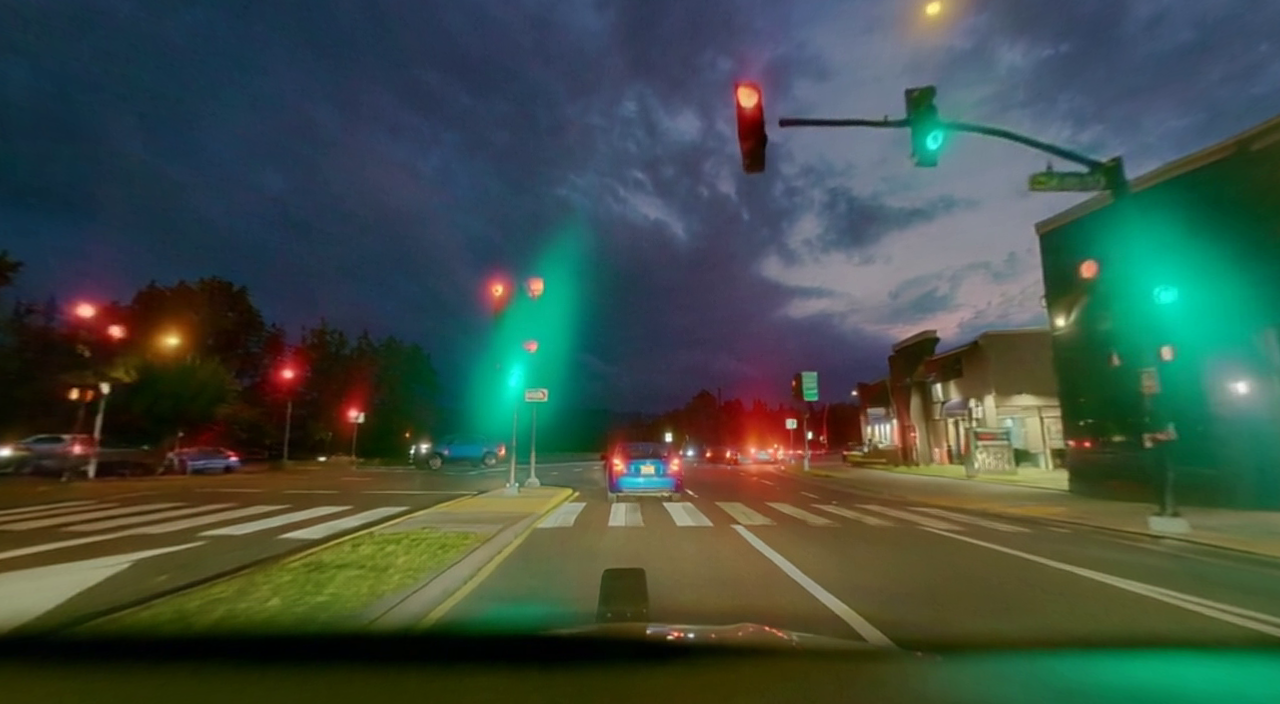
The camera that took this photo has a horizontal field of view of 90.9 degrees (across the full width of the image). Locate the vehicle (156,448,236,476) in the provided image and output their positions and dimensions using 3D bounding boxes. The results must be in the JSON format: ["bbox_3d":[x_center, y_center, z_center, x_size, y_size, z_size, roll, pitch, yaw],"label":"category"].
[{"bbox_3d":[-21.874,5.394,31.117,1.433,1.269,2.779,-5,-9,29],"label":"vehicle"}]

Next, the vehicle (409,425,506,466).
[{"bbox_3d":[-13.324,6.882,46.762,2.287,2.780,7.166,-5,-10,31],"label":"vehicle"}]

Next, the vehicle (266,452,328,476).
[{"bbox_3d":[-19.185,6.251,35.345,1.259,1.181,2.744,-6,-9,31],"label":"vehicle"}]

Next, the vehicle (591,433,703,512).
[{"bbox_3d":[0.105,2.579,14.007,2.118,1.480,3.949,0,-8,-1],"label":"vehicle"}]

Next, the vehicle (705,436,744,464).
[{"bbox_3d":[5.763,6.604,42.667,2.212,1.790,4.768,-2,-8,12],"label":"vehicle"}]
